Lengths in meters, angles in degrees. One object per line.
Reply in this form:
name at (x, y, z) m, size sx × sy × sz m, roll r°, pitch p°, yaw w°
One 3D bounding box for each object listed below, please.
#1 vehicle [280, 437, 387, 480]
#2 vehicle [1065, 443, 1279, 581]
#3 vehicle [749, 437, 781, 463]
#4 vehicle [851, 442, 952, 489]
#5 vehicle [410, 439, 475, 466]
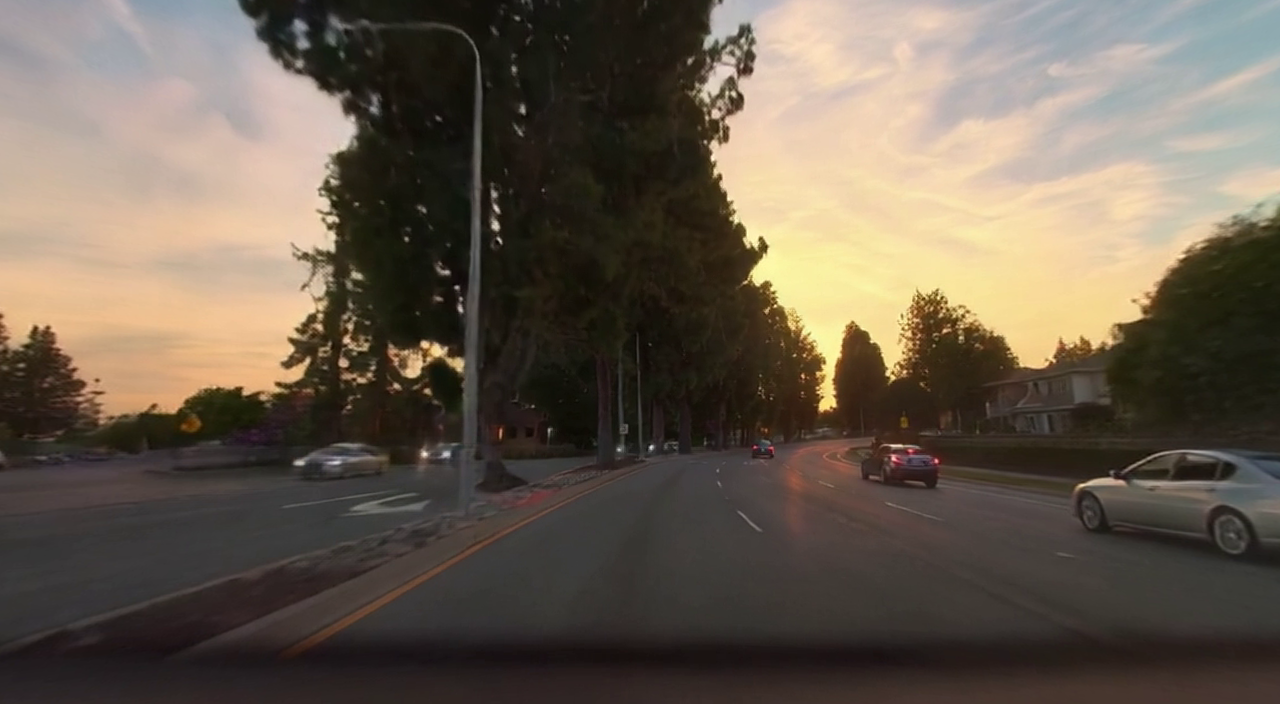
vehicle at (-11.245, 3.911, 23.452) m, size 1.764 × 1.457 × 3.794 m, roll -1°, pitch -8°, yaw 6°
vehicle at (7.442, 1.792, 7.539) m, size 1.783 × 1.386 × 4.433 m, roll 0°, pitch -8°, yaw 3°
vehicle at (8.494, 6.688, 43.089) m, size 1.991 × 1.684 × 4.127 m, roll -1°, pitch -8°, yaw 10°
vehicle at (8.890, 3.850, 21.859) m, size 1.855 × 1.444 × 4.389 m, roll 0°, pitch -8°, yaw 4°
vehicle at (-12.955, 6.614, 41.702) m, size 1.952 × 1.686 × 4.494 m, roll -2°, pitch -8°, yaw 15°
